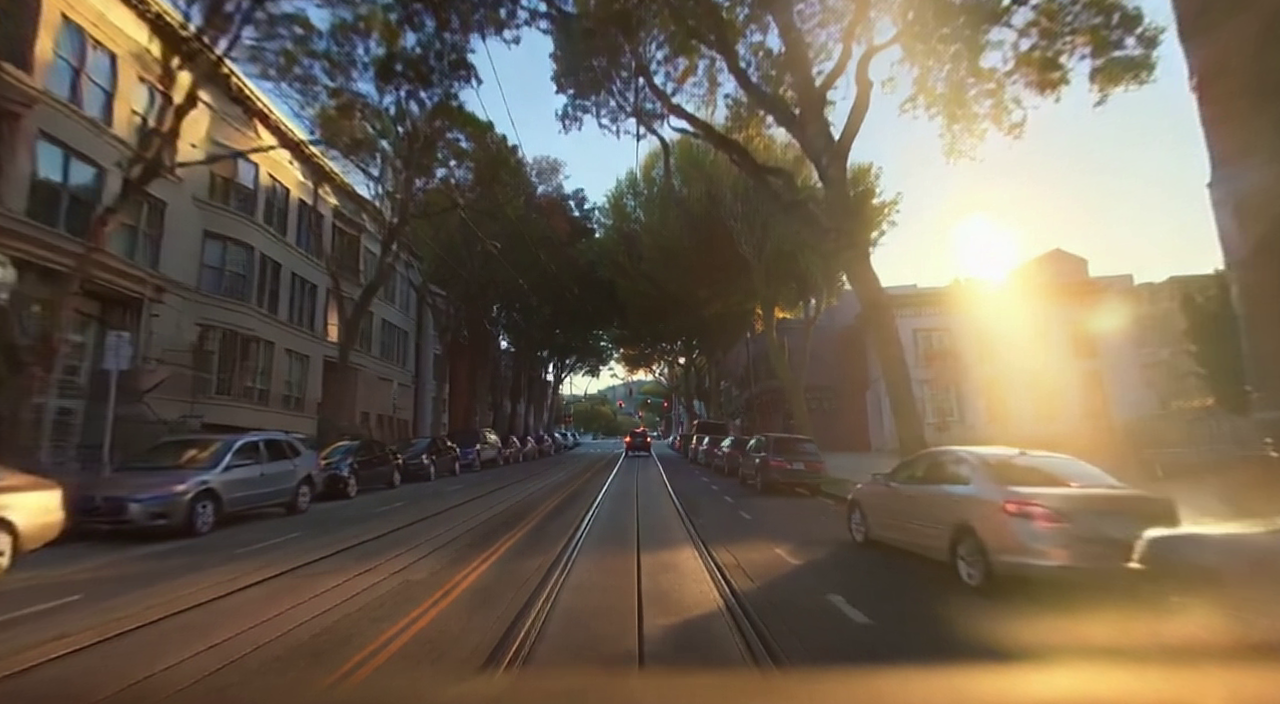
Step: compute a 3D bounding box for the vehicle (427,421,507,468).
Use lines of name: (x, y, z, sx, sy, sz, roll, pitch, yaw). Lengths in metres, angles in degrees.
vehicle: (-7.305, 4.024, 27.330, 2.049, 1.821, 5.066, 0, -9, 0)

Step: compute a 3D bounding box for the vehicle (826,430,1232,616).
vehicle: (3.798, 1.708, 7.270, 1.838, 1.475, 4.163, 0, -9, -3)

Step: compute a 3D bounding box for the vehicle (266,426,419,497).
vehicle: (-7.342, 2.816, 16.174, 1.756, 1.492, 4.426, 2, -10, -1)

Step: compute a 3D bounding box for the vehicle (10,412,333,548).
vehicle: (-7.352, 1.995, 10.720, 1.861, 1.751, 4.550, 1, -7, 2)

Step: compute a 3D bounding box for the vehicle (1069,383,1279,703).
vehicle: (3.935, 0.896, 2.182, 1.929, 1.723, 4.134, 0, -9, 0)

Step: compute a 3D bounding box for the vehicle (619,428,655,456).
vehicle: (-0.199, 5.236, 36.605, 1.984, 1.571, 3.404, 0, -9, -1)

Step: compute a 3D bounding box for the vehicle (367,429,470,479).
vehicle: (-7.389, 3.483, 21.622, 1.833, 1.477, 4.851, 0, -9, -1)

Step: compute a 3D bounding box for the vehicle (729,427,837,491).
vehicle: (3.838, 2.973, 17.736, 1.890, 1.559, 4.281, 0, -9, -2)
